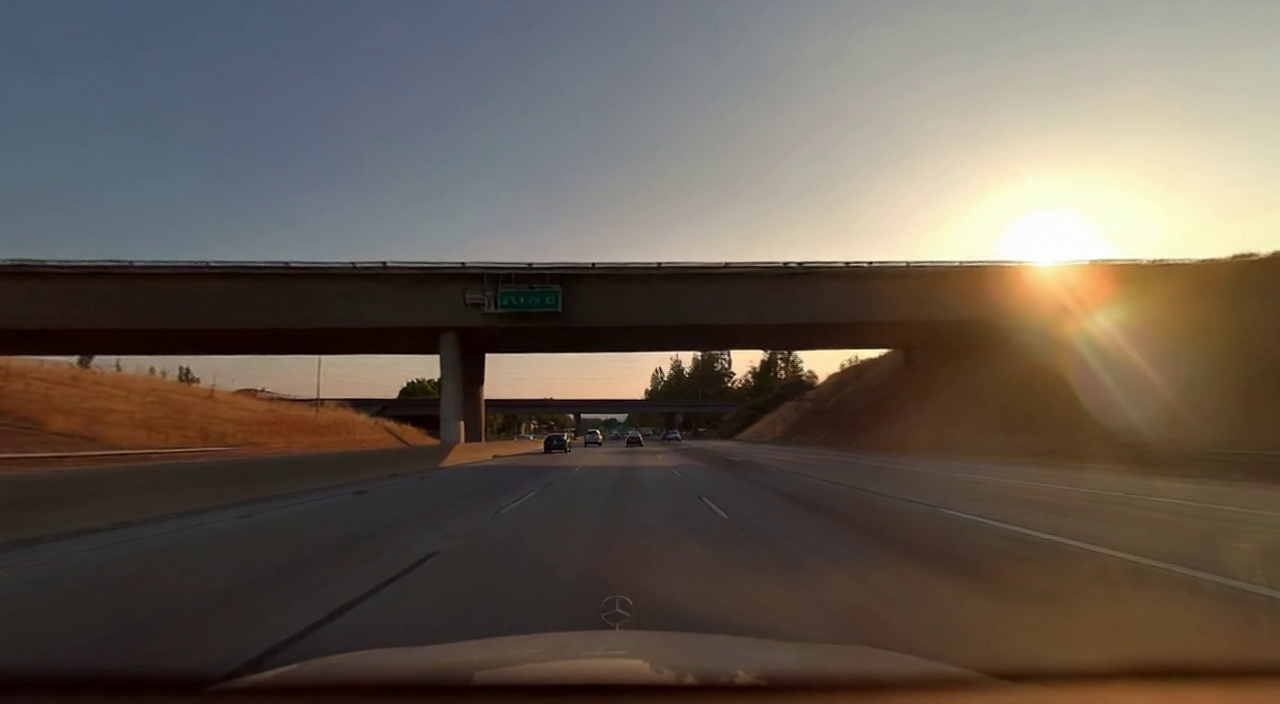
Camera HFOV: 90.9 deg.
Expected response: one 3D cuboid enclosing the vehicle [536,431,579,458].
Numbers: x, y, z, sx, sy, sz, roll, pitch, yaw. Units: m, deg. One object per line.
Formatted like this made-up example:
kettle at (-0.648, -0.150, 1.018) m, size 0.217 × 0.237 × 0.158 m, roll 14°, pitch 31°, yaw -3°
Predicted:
vehicle at (-4.696, 5.344, 36.537) m, size 1.933 × 1.473 × 4.023 m, roll 0°, pitch -8°, yaw 0°
